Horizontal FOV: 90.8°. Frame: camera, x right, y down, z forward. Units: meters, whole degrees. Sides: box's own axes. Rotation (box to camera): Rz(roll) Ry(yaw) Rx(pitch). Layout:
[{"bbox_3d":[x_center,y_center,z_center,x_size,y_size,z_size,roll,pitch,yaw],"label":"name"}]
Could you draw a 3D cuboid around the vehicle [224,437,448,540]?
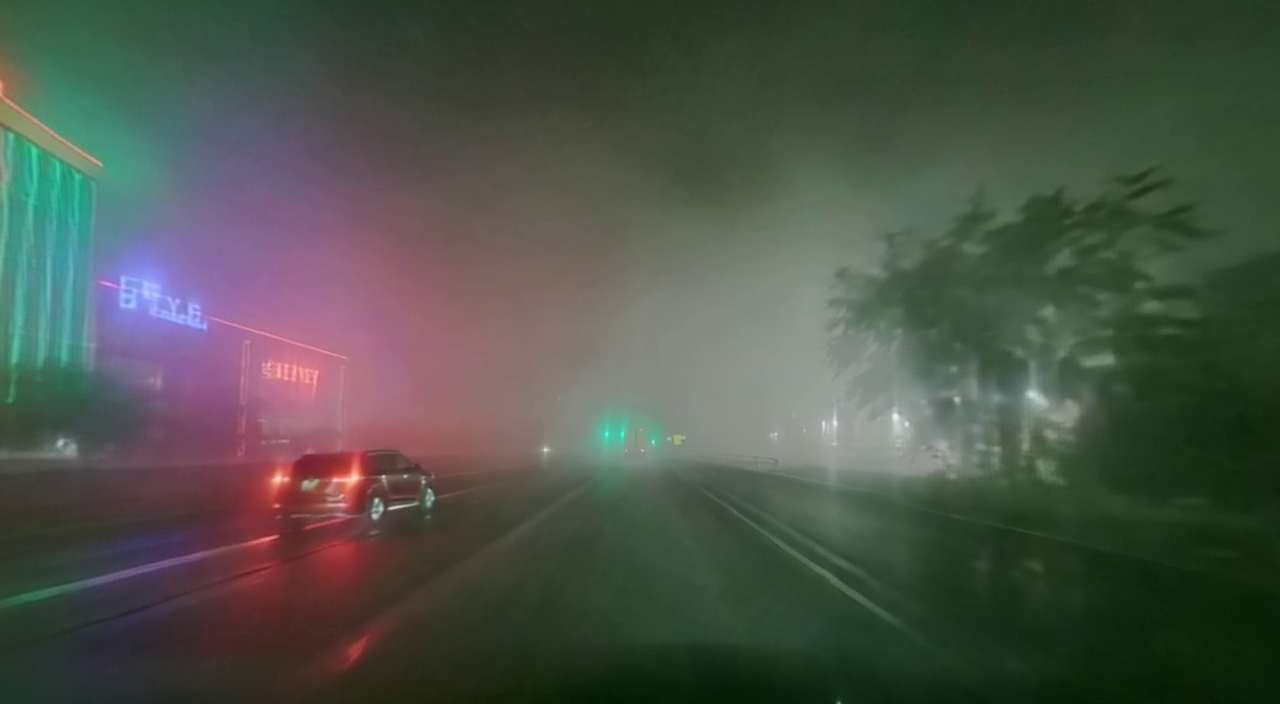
[{"bbox_3d":[-5.180,2.363,11.540,1.943,1.510,4.201,0,-9,1],"label":"vehicle"}]
